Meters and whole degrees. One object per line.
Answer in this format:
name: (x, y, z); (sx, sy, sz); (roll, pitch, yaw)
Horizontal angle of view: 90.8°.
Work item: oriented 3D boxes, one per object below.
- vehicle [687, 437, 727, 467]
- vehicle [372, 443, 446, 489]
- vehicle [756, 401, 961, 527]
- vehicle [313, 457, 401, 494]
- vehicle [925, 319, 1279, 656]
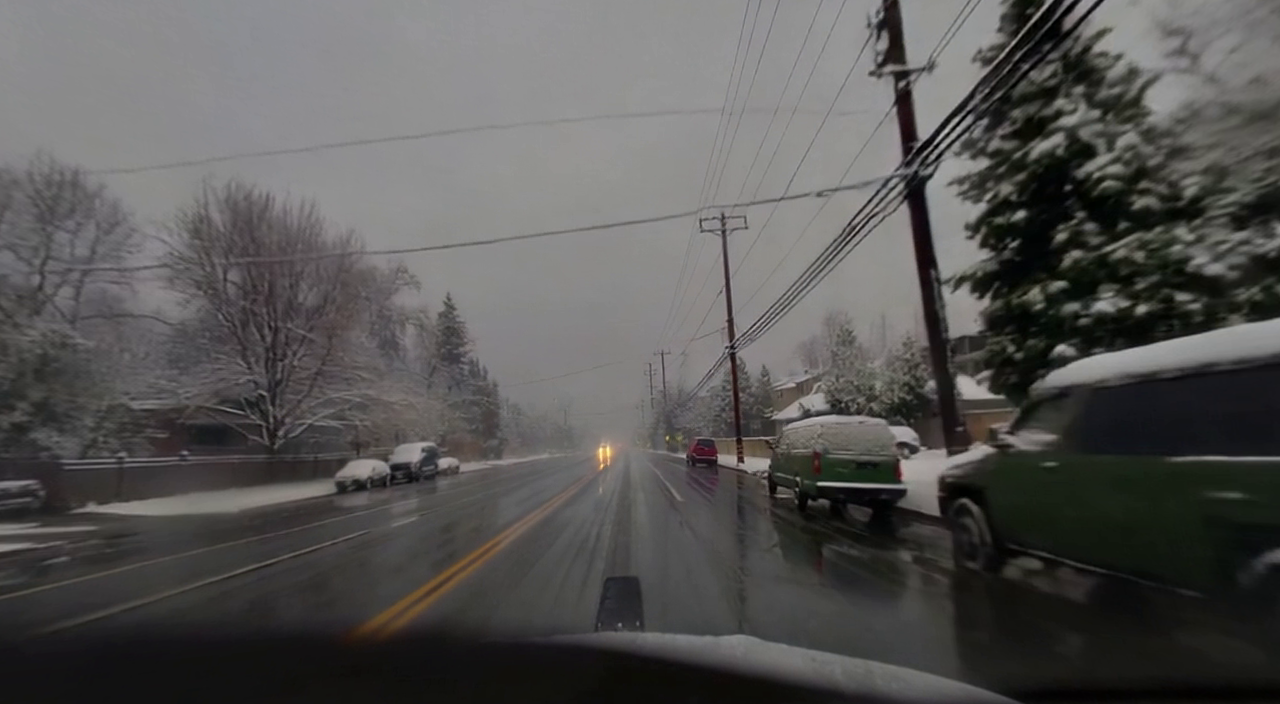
vehicle: (4.741, 7.135, 45.311); (2.238, 1.995, 5.491); (0, -9, 0)
vehicle: (-13.529, 6.644, 37.413); (2.331, 2.265, 5.888); (-2, -7, -1)
vehicle: (4.552, 2.539, 14.901); (2.578, 2.248, 7.011); (-1, -9, 2)
vehicle: (-13.544, 5.900, 30.590); (2.041, 1.573, 4.575); (0, -9, 1)
vehicle: (5.246, 1.110, 5.620); (2.335, 2.193, 5.656); (1, -9, -5)
